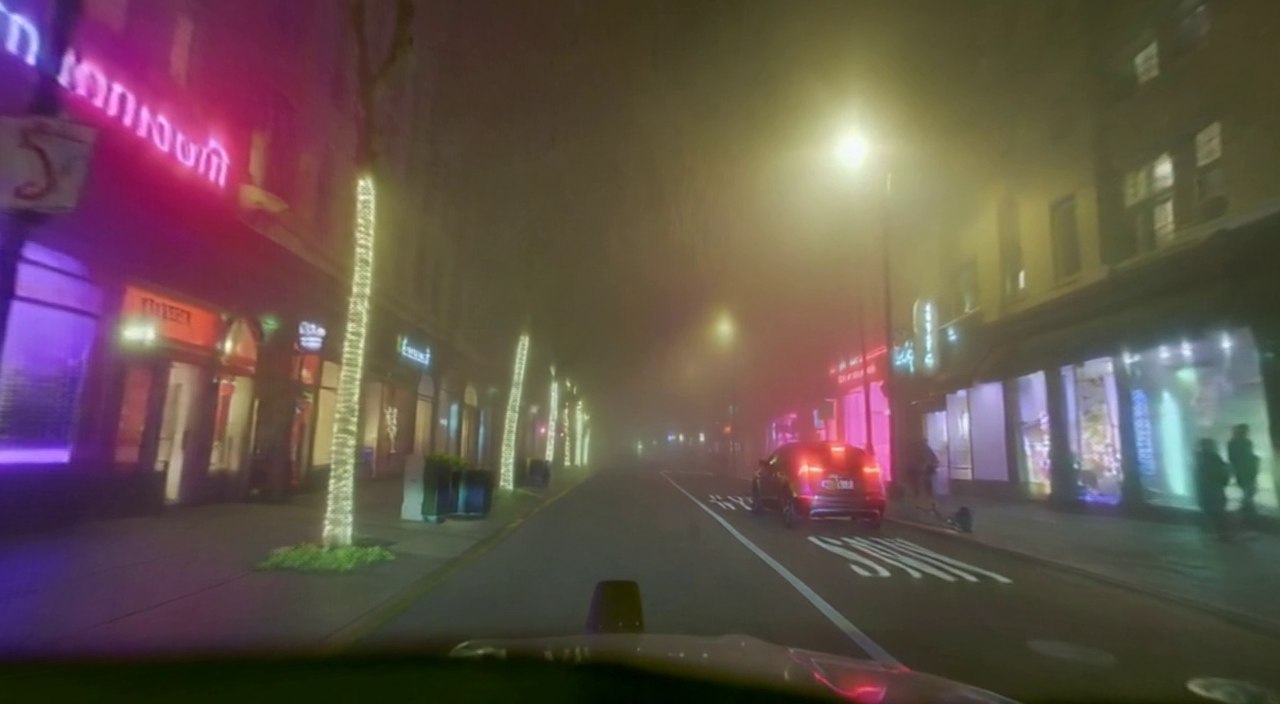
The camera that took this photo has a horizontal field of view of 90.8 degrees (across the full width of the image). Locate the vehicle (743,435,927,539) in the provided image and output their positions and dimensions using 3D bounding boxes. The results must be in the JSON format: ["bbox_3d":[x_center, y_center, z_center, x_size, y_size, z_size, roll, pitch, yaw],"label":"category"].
[{"bbox_3d":[3.341,2.393,11.869,1.971,1.559,4.326,0,-9,-1],"label":"vehicle"}]
